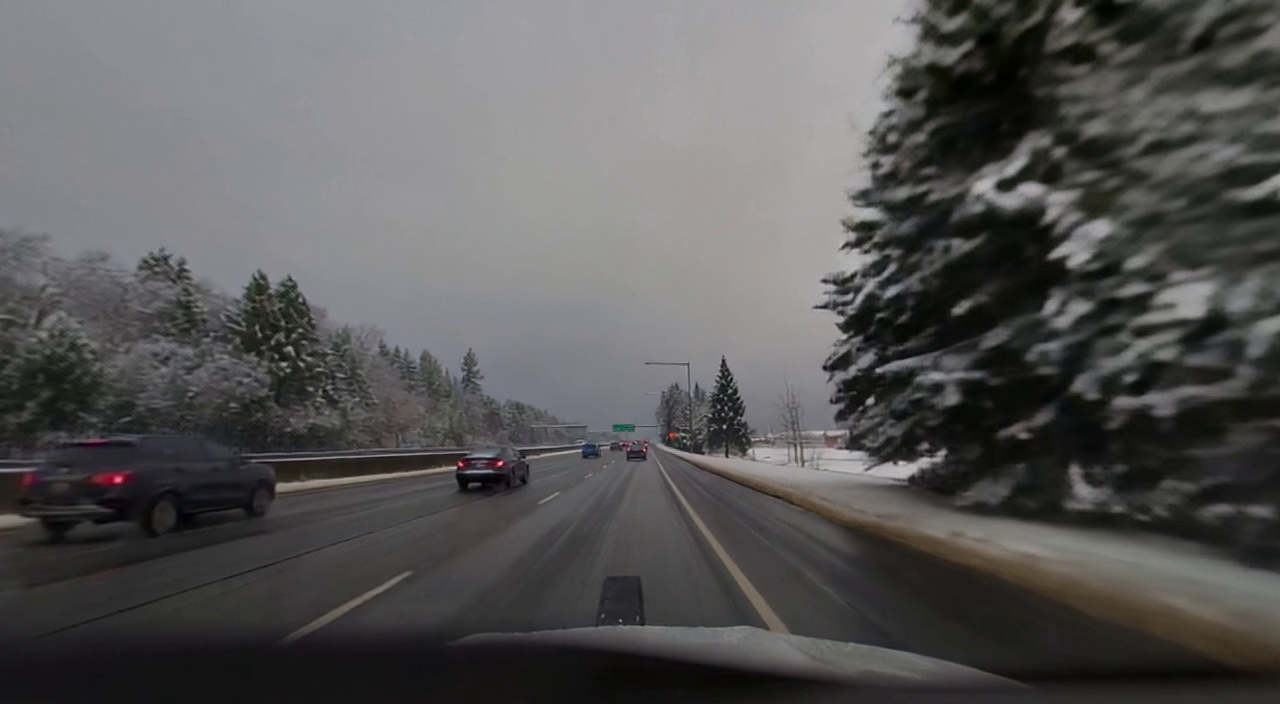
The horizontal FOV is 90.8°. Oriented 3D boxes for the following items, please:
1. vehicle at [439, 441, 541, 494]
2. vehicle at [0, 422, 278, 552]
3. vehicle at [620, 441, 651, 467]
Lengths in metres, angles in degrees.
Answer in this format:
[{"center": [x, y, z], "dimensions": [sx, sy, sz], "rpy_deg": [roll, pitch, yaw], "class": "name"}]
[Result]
[{"center": [-4.884, 3.837, 21.374], "dimensions": [2.102, 1.562, 4.884], "rpy_deg": [-1, -9, 2], "class": "vehicle"}, {"center": [-8.879, 2.238, 11.182], "dimensions": [2.091, 1.795, 4.617], "rpy_deg": [-1, -9, 2], "class": "vehicle"}, {"center": [-0.316, 7.483, 46.523], "dimensions": [2.179, 1.742, 4.396], "rpy_deg": [0, -9, 0], "class": "vehicle"}]
